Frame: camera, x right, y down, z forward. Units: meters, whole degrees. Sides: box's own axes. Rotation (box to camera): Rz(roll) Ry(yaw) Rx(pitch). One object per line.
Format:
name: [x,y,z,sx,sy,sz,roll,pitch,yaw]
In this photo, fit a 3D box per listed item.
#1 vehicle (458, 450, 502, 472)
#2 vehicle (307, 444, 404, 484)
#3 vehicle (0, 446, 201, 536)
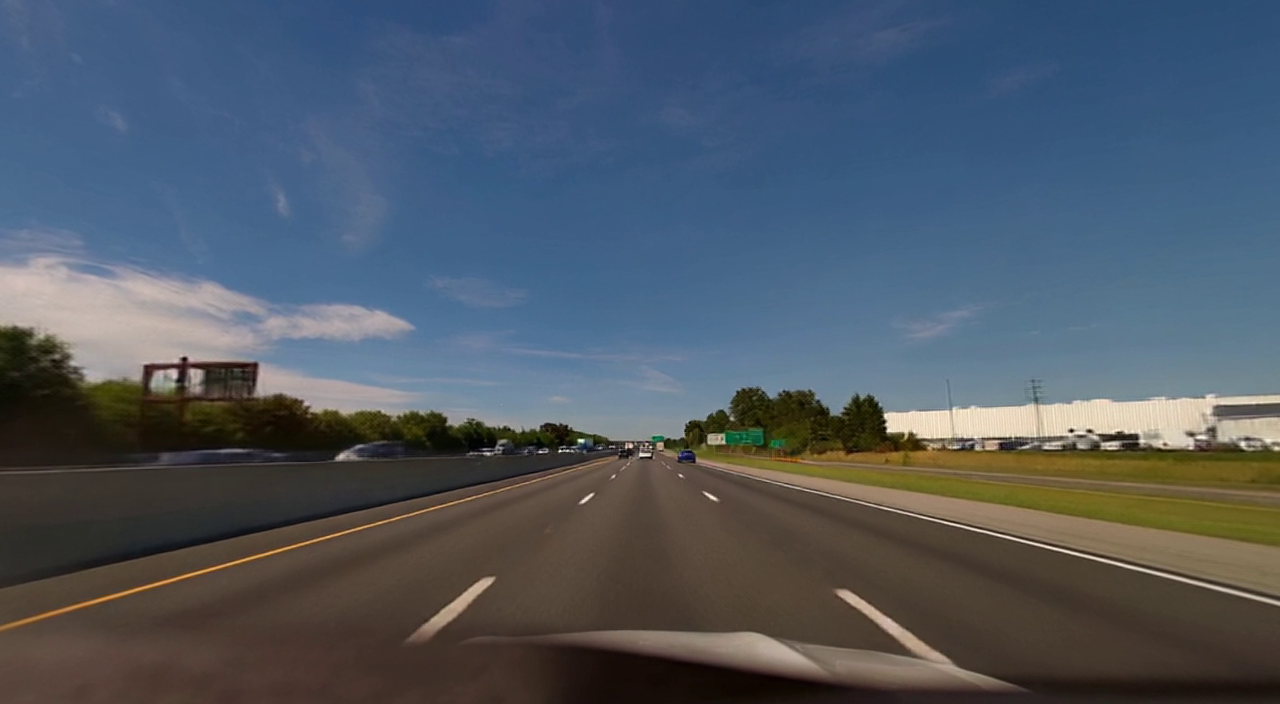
vehicle: [-11.211,7.650,44.338,1.894,1.437,4.443,0,-9,1]
vehicle: [-11.934,4.707,26.783,2.035,1.512,4.336,0,-9,1]
vehicle: [-11.156,2.585,12.332,1.920,1.428,4.416,0,-9,0]
